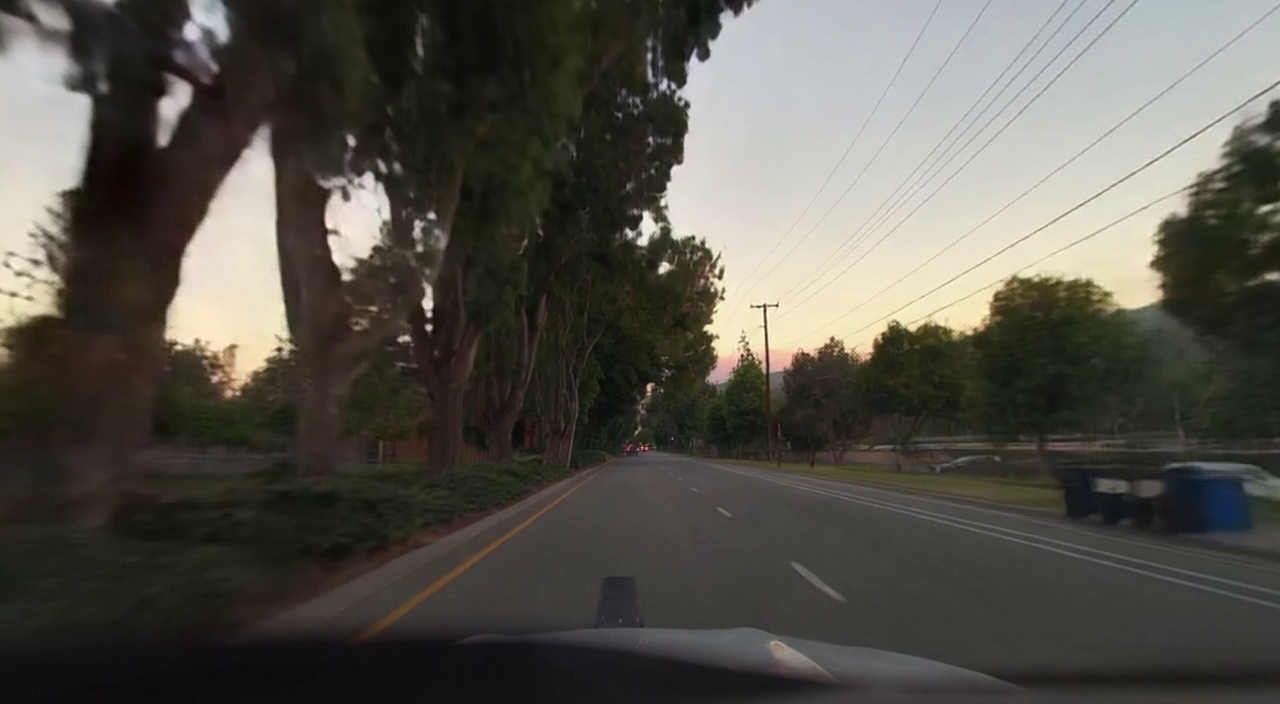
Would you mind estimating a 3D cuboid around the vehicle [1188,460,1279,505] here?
[{"bbox_3d":[24.040,4.962,24.232,4.271,1.542,1.887,0,-8,-3],"label":"vehicle"}]

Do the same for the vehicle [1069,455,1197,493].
[{"bbox_3d":[23.787,5.898,30.624,4.519,1.658,1.911,-1,-8,0],"label":"vehicle"}]
